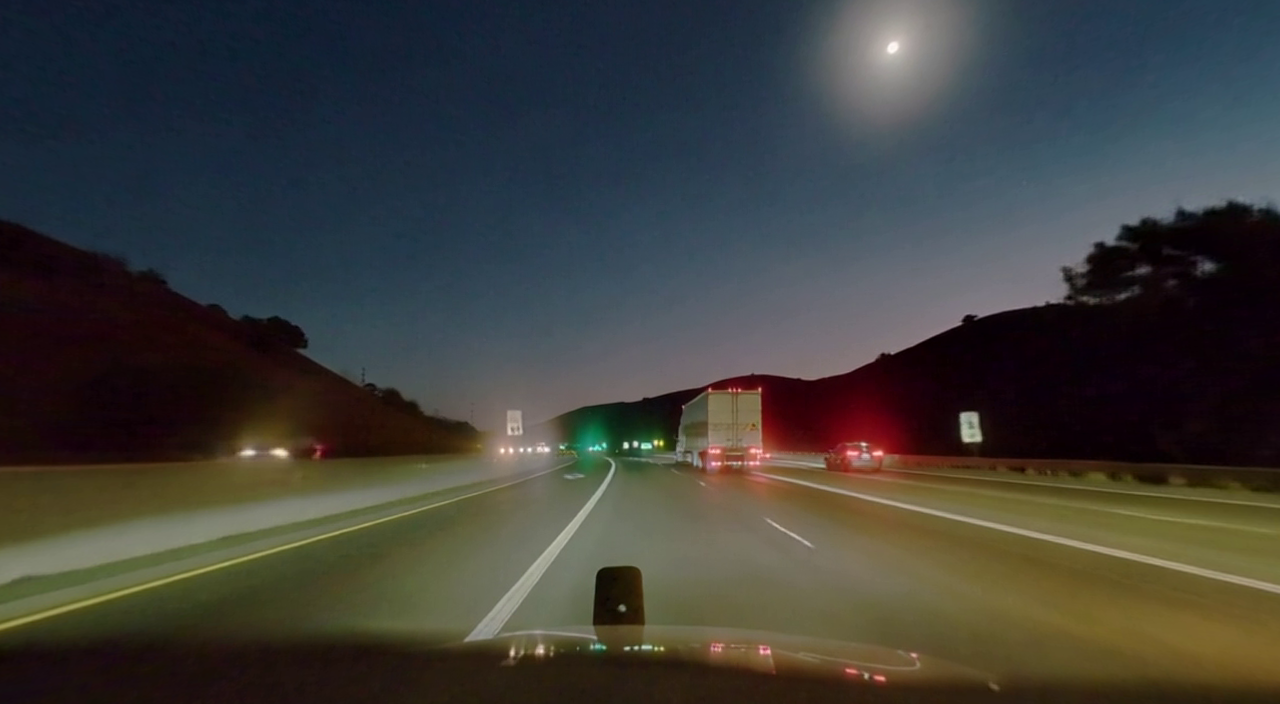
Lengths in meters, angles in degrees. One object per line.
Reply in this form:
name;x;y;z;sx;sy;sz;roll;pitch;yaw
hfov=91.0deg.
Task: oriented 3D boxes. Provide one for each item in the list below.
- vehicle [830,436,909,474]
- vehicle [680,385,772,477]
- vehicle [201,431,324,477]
vehicle;11.322;5.120;31.498;2.046;1.741;4.769;0;-9;-1
vehicle;4.025;4.191;32.549;3.049;3.968;10.706;0;-9;-1
vehicle;-18.486;5.058;31.313;2.370;2.038;5.969;0;-9;0
